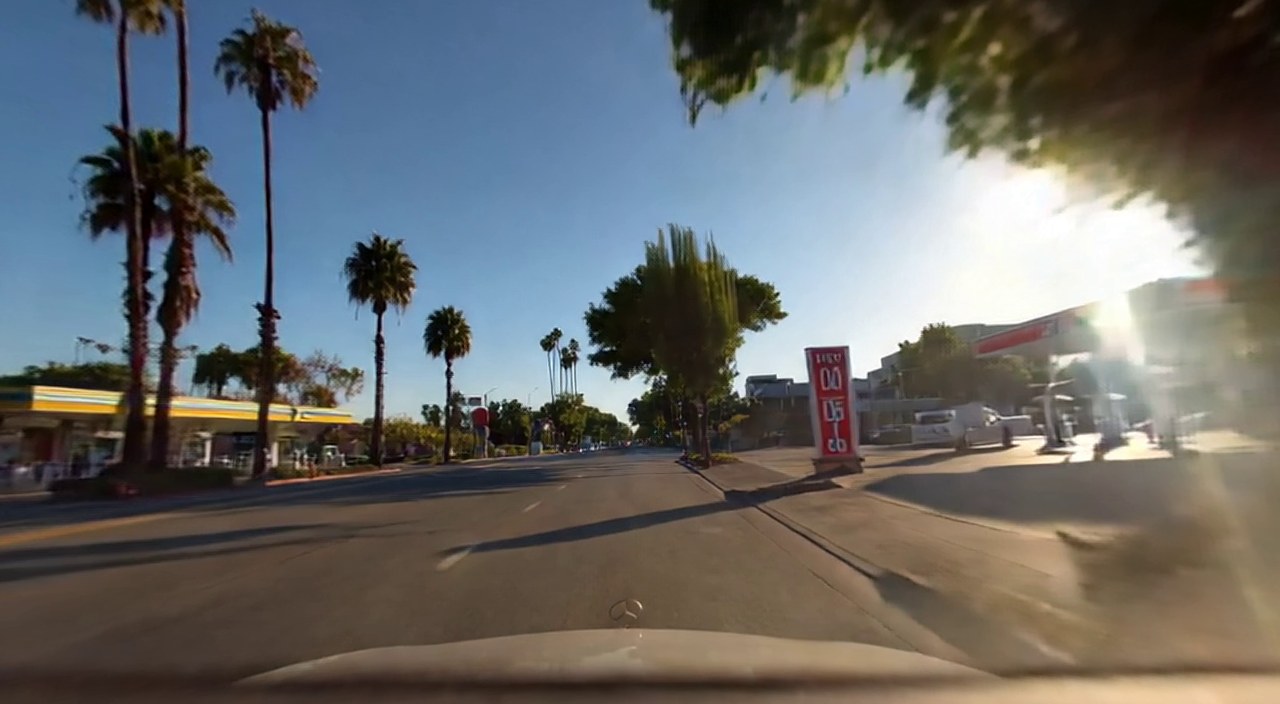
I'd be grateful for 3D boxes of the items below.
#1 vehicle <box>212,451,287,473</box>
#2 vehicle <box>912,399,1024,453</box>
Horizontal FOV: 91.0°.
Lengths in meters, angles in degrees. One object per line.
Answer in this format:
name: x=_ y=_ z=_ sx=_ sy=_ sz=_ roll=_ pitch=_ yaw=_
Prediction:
vehicle: x=-28.927 y=8.116 z=46.667 sx=4.420 sy=1.445 sz=1.954 roll=6 pitch=-10 yaw=-37
vehicle: x=15.984 y=3.657 z=30.573 sx=5.529 sy=2.395 sz=2.399 roll=6 pitch=-10 yaw=-35
